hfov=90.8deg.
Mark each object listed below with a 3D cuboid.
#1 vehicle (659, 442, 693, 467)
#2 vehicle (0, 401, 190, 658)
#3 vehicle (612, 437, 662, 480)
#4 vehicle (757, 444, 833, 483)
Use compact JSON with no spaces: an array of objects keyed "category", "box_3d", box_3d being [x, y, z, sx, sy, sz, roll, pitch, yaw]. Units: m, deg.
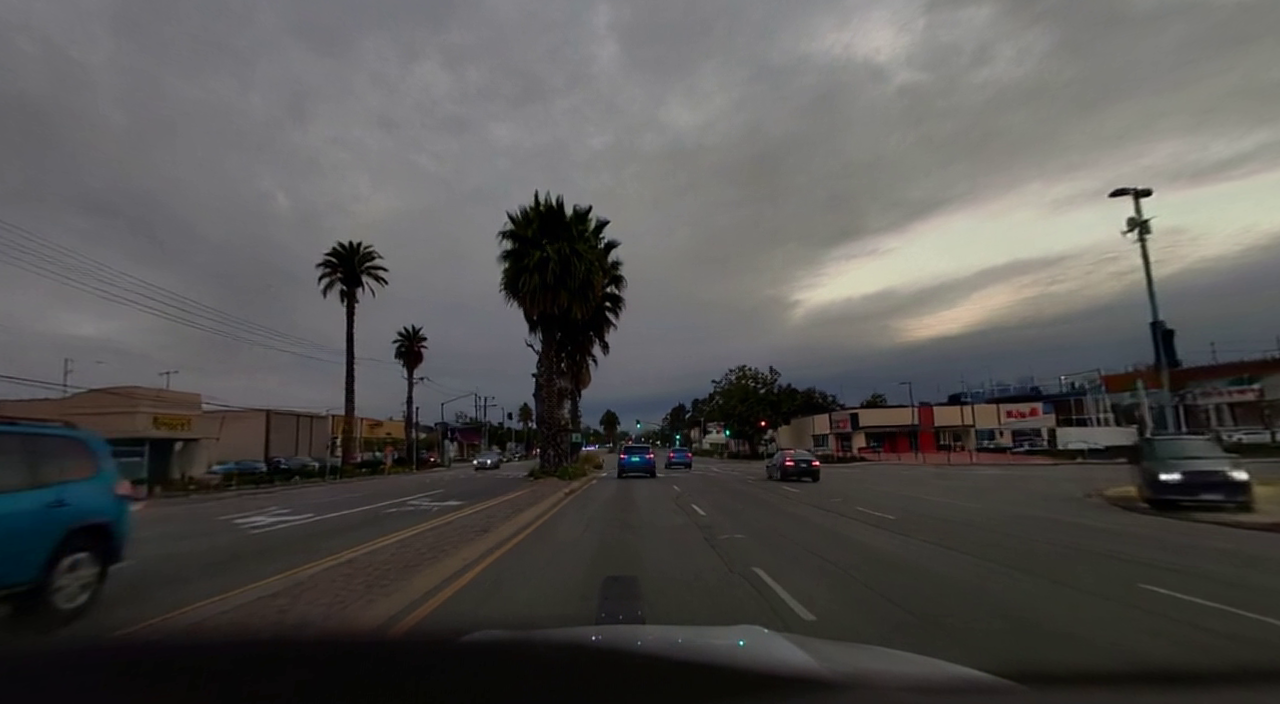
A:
[{"category":"vehicle","box_3d":[2.540,7.482,46.079,2.112,1.710,4.234,0,-9,-1]},{"category":"vehicle","box_3d":[-5.315,1.132,3.792,2.016,1.711,4.387,0,-9,-1]},{"category":"vehicle","box_3d":[-0.168,4.896,29.240,2.151,1.787,4.109,0,-9,-1]},{"category":"vehicle","box_3d":[6.265,4.571,26.127,1.944,1.447,4.309,0,-9,-1]}]
